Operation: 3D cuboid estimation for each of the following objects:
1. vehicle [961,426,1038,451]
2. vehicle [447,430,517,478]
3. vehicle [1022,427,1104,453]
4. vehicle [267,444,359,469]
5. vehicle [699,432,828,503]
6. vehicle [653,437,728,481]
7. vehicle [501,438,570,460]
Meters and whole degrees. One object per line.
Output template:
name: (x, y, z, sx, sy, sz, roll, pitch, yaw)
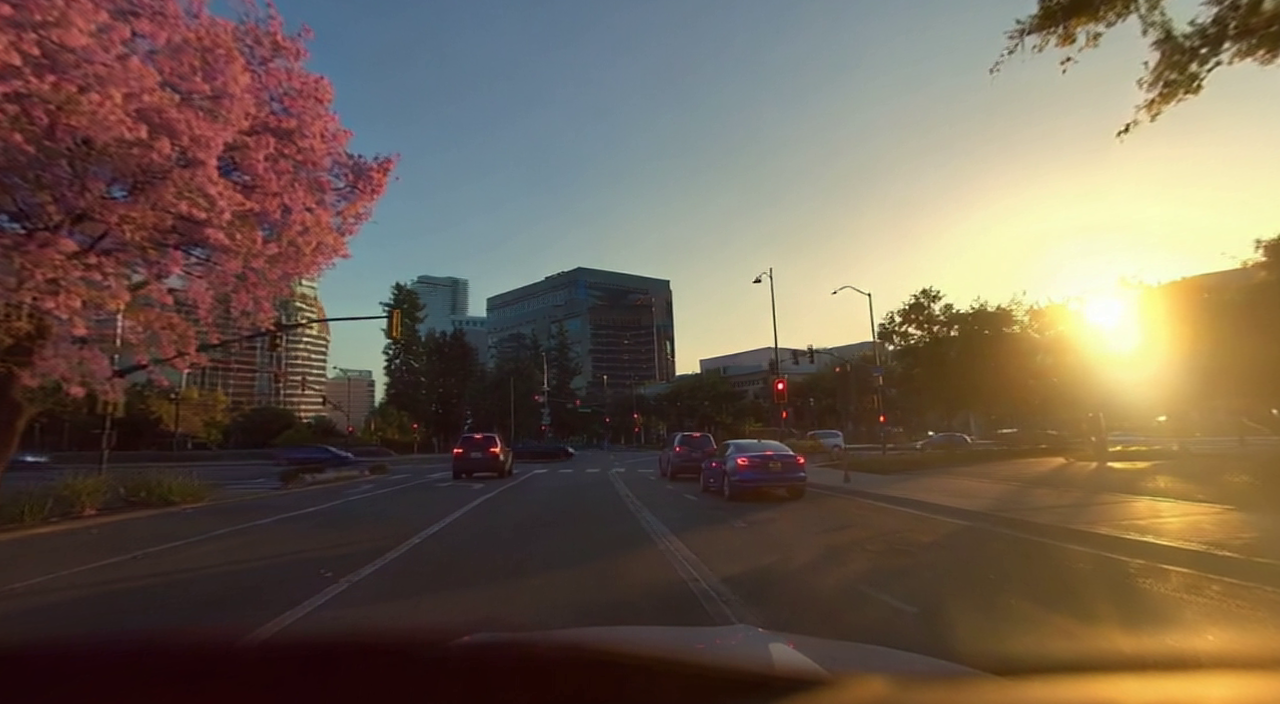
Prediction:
vehicle: (26.491, 6.377, 46.628, 4.567, 1.810, 1.880, 1, -9, -6)
vehicle: (-6.202, 4.051, 25.271, 1.995, 1.703, 4.367, 0, -9, -5)
vehicle: (27.352, 5.712, 40.904, 4.089, 1.588, 1.808, 0, -9, -5)
vehicle: (-20.050, 6.391, 38.908, 4.526, 1.452, 1.920, 1, -8, -5)
vehicle: (2.904, 2.839, 15.972, 2.019, 1.518, 4.285, 1, -9, -5)
vehicle: (1.741, 3.883, 23.212, 2.007, 1.466, 4.291, 1, -9, -6)
vehicle: (-7.171, 6.697, 43.573, 4.549, 1.439, 1.794, 0, -9, -5)
